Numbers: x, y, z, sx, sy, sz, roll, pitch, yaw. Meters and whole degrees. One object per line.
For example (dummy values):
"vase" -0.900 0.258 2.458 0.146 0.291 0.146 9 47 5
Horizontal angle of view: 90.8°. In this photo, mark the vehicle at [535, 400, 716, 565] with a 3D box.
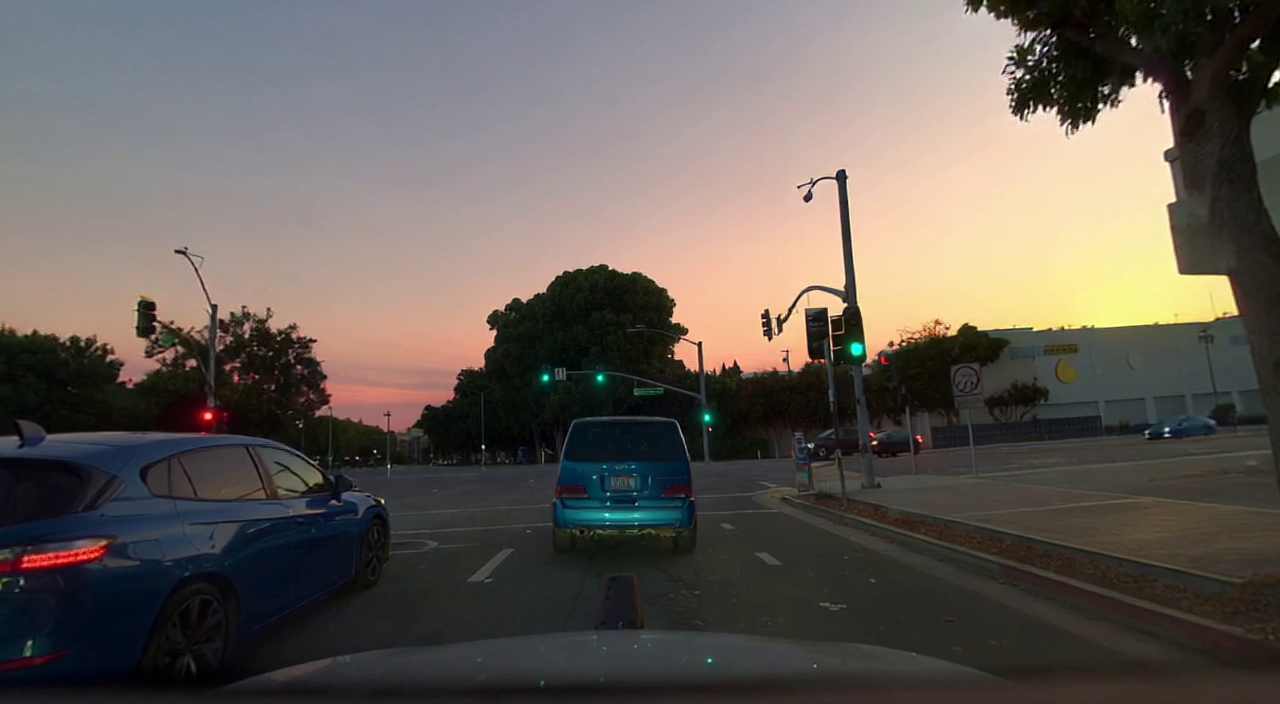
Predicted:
"vehicle" -0.166 1.806 9.415 2.059 1.877 4.249 0 -8 0

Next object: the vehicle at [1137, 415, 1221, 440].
"vehicle" 33.932 4.806 39.799 4.509 1.487 1.915 3 -9 -20

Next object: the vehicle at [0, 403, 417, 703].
"vehicle" -3.374 1.278 4.668 2.011 1.527 4.008 0 -8 -1

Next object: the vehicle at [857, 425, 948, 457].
"vehicle" 13.343 4.552 32.184 3.830 1.545 2.006 3 -9 -18
